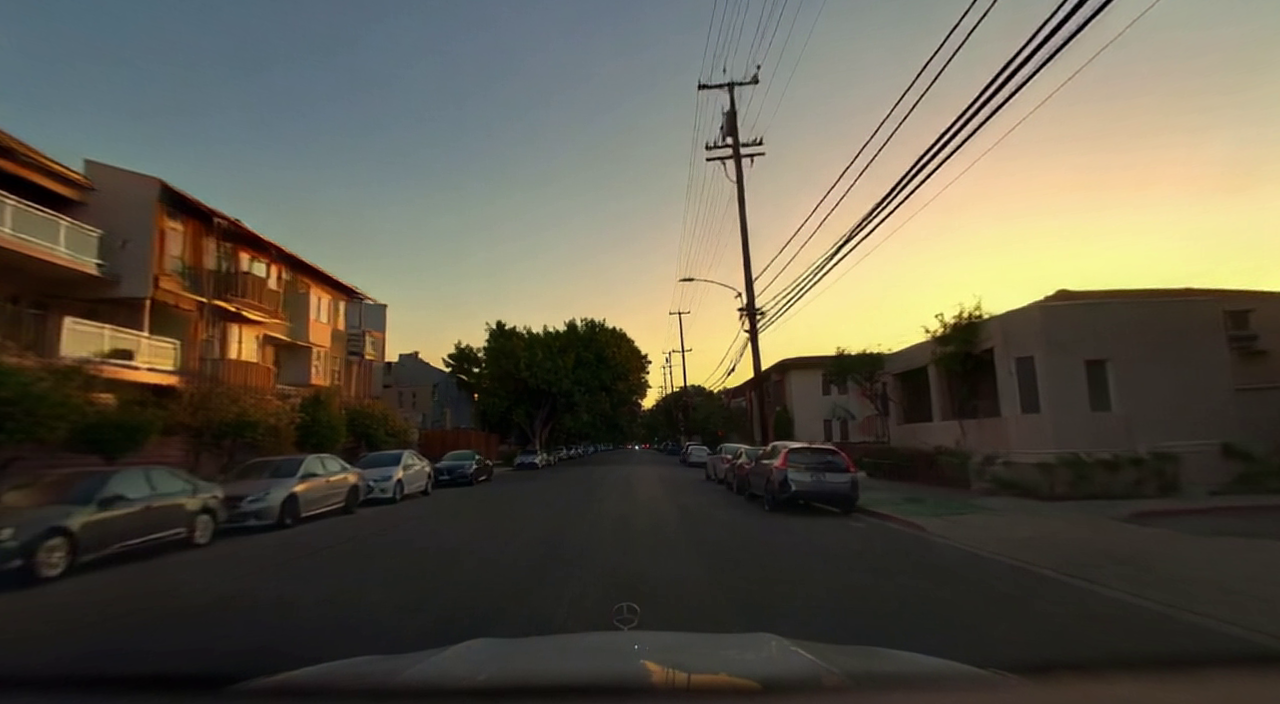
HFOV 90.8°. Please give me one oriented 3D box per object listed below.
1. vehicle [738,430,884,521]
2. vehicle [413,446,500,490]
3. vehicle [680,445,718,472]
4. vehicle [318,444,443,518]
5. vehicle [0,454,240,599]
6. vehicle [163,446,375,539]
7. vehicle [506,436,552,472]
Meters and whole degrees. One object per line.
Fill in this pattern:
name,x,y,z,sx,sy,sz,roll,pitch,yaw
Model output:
vehicle,3.621,2.702,14.381,2.095,1.694,4.592,0,-9,1
vehicle,-7.490,4.759,26.337,2.145,1.488,4.646,-3,-8,1
vehicle,3.667,6.693,39.994,1.925,1.634,4.419,0,-8,0
vehicle,-7.660,3.774,19.219,1.981,1.651,4.683,-5,-6,-3
vehicle,-7.610,2.170,8.601,1.873,1.437,4.068,-1,-9,-4
vehicle,-7.796,2.996,13.997,1.917,1.618,4.825,-1,-10,-2
vehicle,-7.712,7.130,44.540,2.351,2.251,5.856,-2,-8,-2
